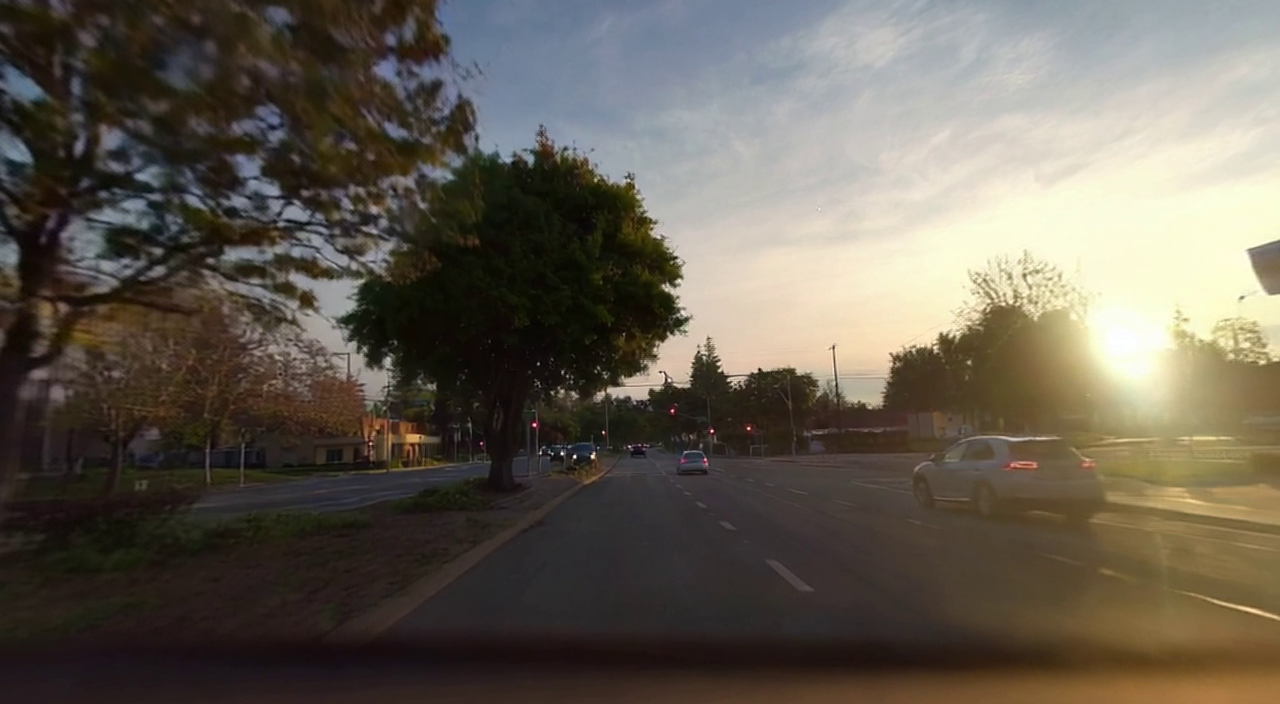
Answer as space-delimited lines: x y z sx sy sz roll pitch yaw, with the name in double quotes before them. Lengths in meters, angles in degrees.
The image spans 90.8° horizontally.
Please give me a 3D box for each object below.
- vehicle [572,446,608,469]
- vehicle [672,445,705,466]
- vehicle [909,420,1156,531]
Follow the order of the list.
"vehicle" -3.281 7.018 42.229 2.049 1.449 4.213 0 -9 1
"vehicle" 3.423 7.443 45.545 2.029 1.442 4.054 0 -9 -1
"vehicle" 6.907 2.205 11.776 1.950 1.668 4.053 0 -9 0
